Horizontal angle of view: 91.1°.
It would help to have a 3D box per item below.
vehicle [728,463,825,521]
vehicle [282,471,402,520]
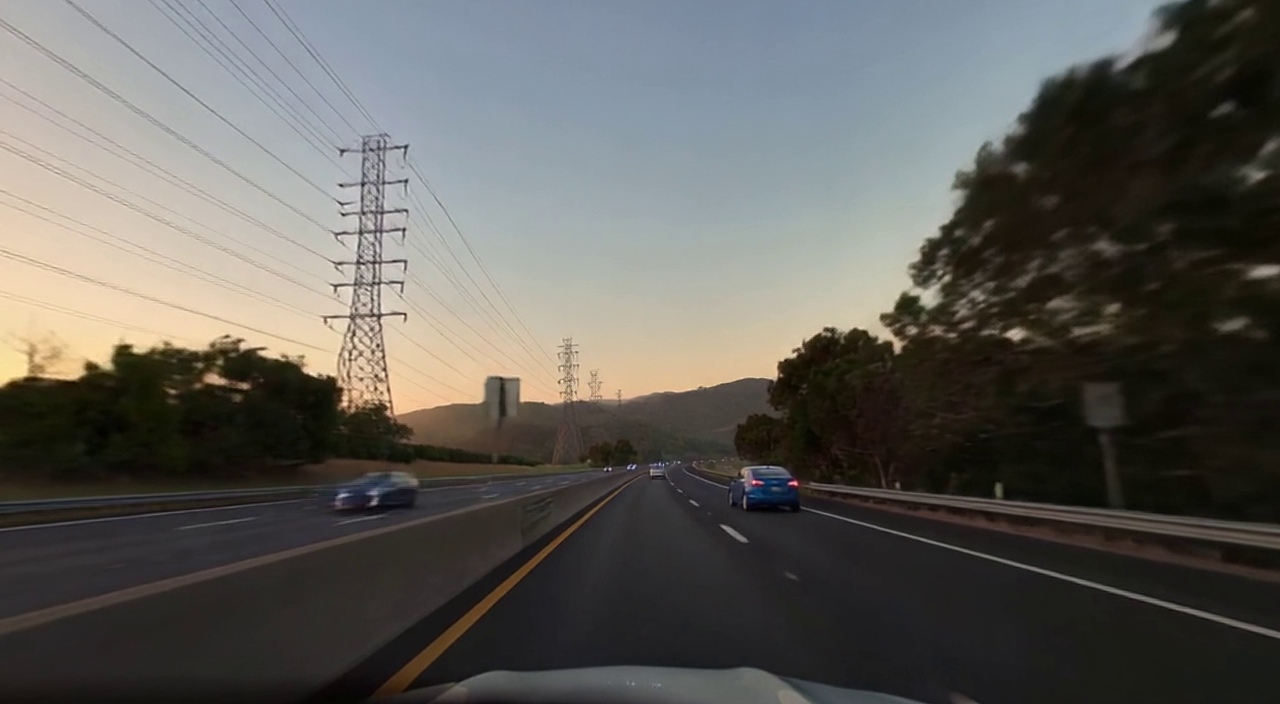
[{"bbox_3d":[3.936,4.123,18.858,1.985,1.521,3.904,1,-10,-1],"label":"vehicle"},{"bbox_3d":[-10.395,5.029,22.363,1.994,1.464,4.511,1,-10,1],"label":"vehicle"}]
